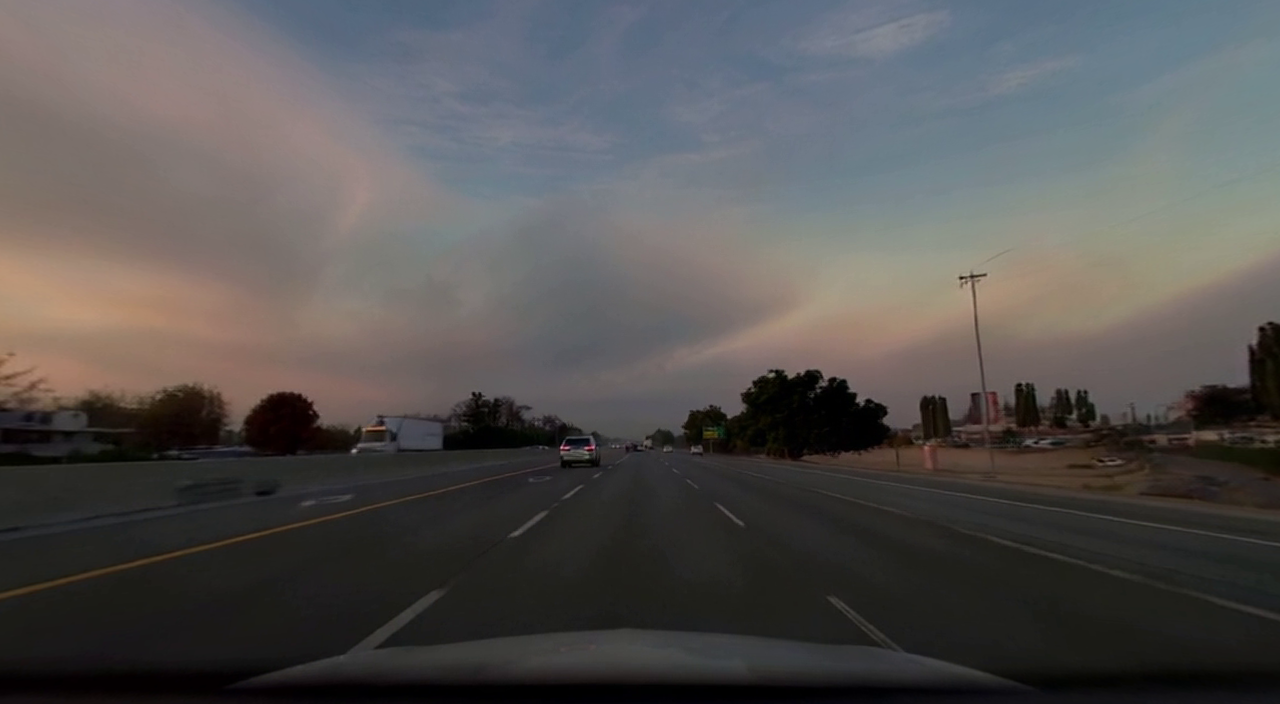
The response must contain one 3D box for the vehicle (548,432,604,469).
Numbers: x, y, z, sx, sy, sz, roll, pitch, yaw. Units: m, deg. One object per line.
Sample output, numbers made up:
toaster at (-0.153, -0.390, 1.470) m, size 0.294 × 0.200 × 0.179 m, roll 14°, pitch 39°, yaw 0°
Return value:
vehicle at (-3.571, 5.611, 36.203) m, size 2.431 × 1.928 × 5.760 m, roll 0°, pitch -8°, yaw 2°
